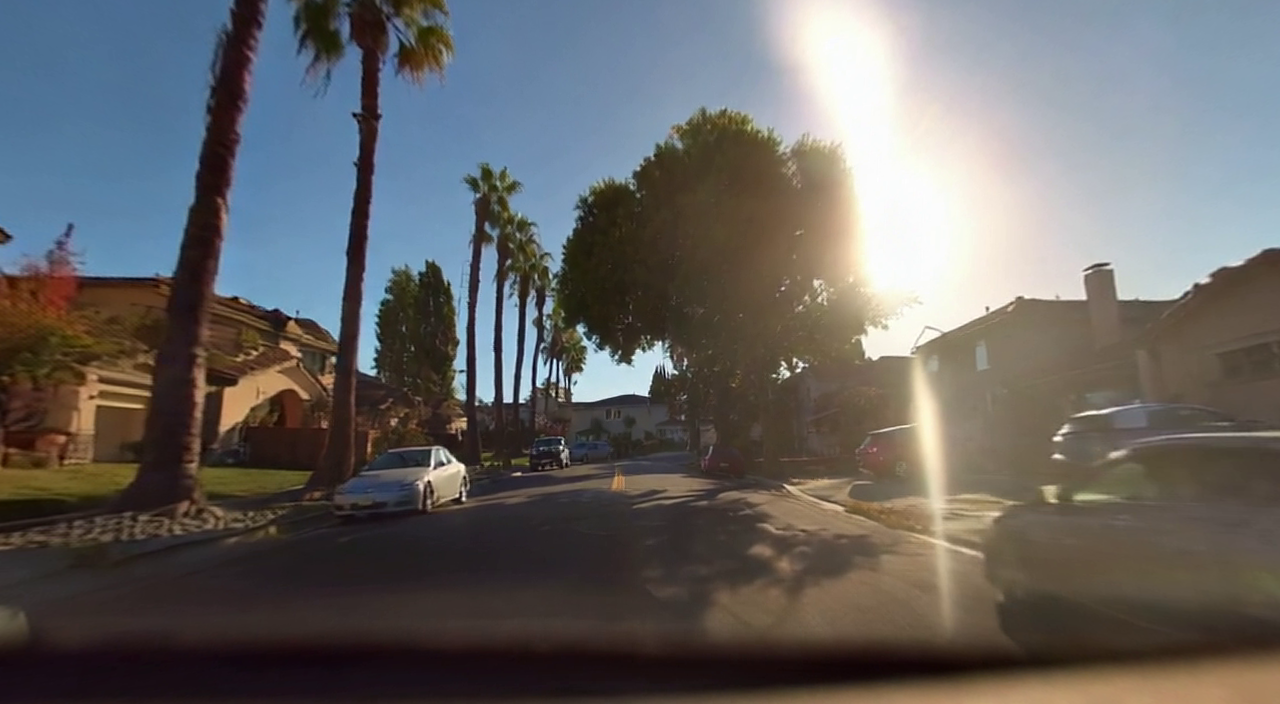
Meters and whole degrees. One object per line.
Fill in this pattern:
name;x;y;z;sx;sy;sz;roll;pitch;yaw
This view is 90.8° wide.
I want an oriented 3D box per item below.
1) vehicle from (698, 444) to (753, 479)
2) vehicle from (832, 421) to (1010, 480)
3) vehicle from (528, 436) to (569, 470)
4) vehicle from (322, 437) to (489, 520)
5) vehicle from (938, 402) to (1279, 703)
vehicle;3.848;4.996;29.242;1.867;1.480;4.678;0;-8;0
vehicle;9.417;3.329;21.557;5.068;1.888;2.062;0;-8;1
vehicle;-5.500;5.976;37.709;2.106;1.914;4.363;2;-8;-12
vehicle;-4.835;2.690;13.856;2.080;1.479;4.531;0;-9;-2
vehicle;4.007;1.201;4.178;1.987;1.567;4.112;0;-8;-1
